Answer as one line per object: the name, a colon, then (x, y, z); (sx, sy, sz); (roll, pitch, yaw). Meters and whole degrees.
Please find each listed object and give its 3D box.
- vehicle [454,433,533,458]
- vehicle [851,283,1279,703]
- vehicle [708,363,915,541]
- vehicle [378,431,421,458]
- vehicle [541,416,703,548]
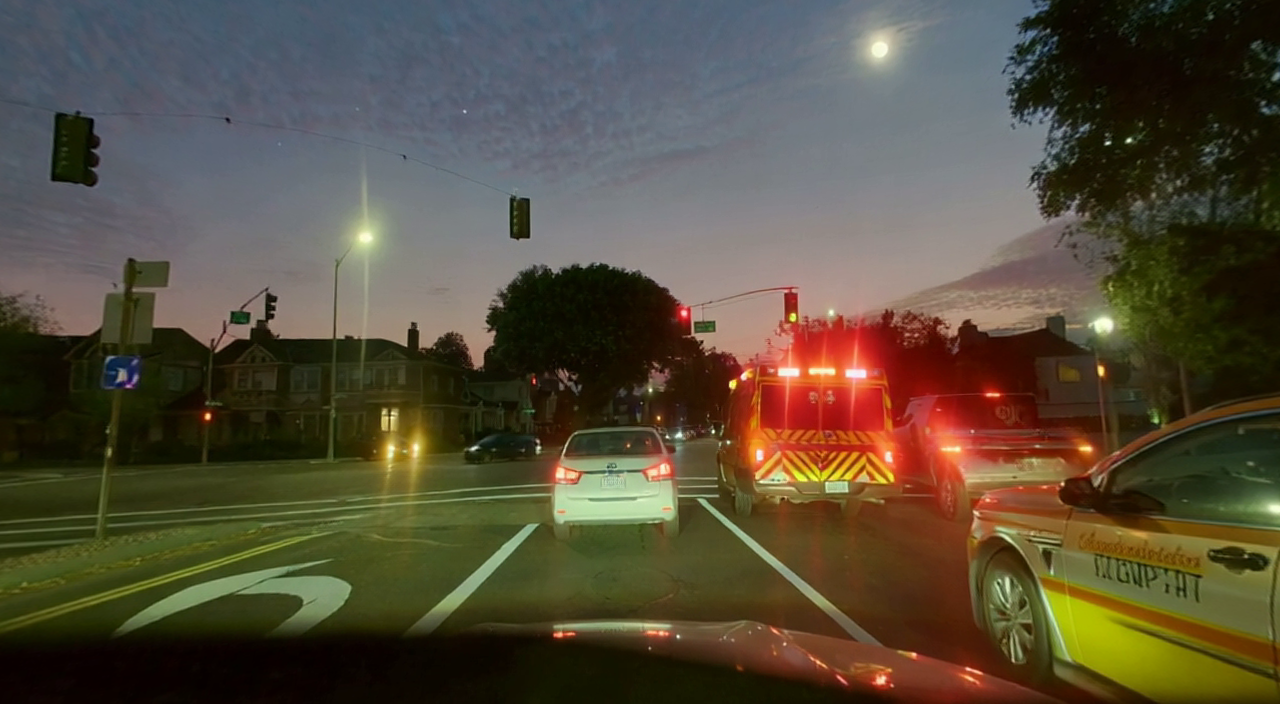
vehicle: (-9.338, 5.996, 40.480); (4.531, 1.492, 1.951); (8, -12, -44)
vehicle: (2.849, 0.892, 2.846); (2.194, 1.820, 4.652); (0, -8, 0)
vehicle: (2.883, 1.900, 12.387); (2.406, 2.687, 5.521); (0, -8, -1)
vehicle: (-17.737, 6.880, 46.888); (2.246, 1.880, 4.454); (1, -8, -12)
vehicle: (-0.277, 1.975, 10.206); (2.114, 1.707, 3.725); (0, -8, -1)
